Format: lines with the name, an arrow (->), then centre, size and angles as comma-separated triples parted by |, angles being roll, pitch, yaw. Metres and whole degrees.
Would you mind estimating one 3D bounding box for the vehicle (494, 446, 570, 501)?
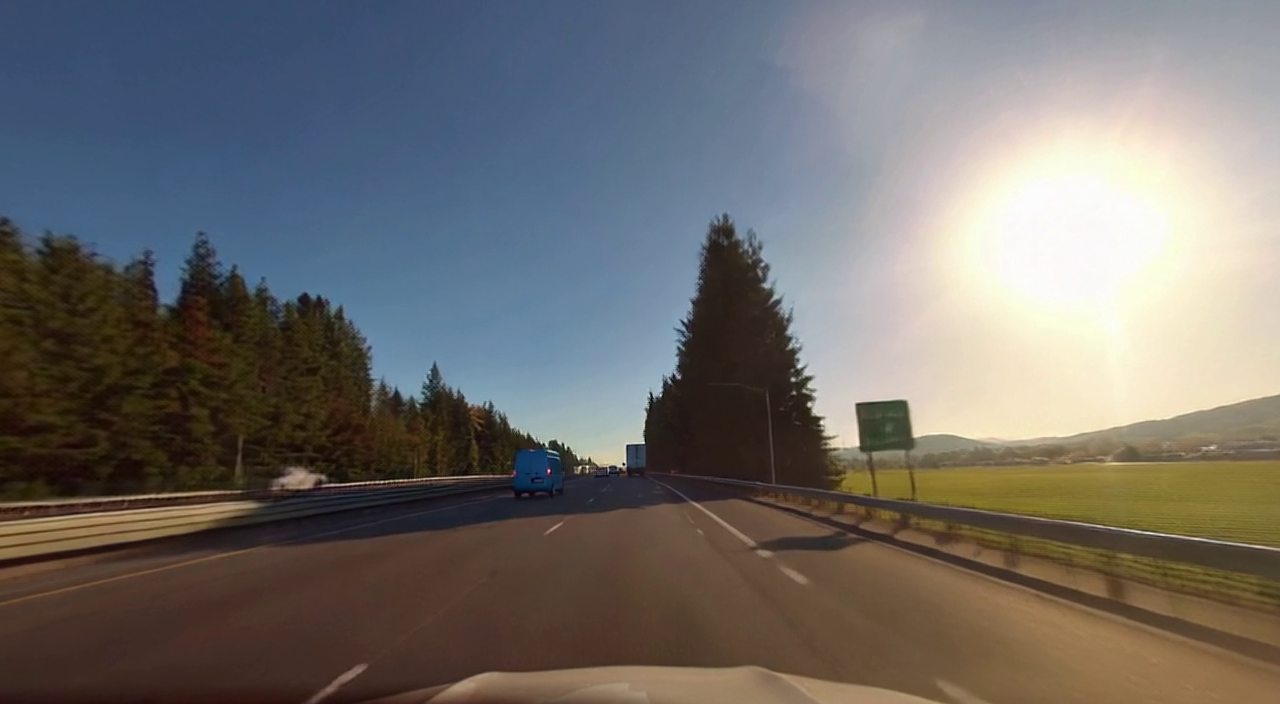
vehicle -> -4.231, 4.877, 25.467 | 2.208, 1.973, 4.716 | 1, -10, 0
